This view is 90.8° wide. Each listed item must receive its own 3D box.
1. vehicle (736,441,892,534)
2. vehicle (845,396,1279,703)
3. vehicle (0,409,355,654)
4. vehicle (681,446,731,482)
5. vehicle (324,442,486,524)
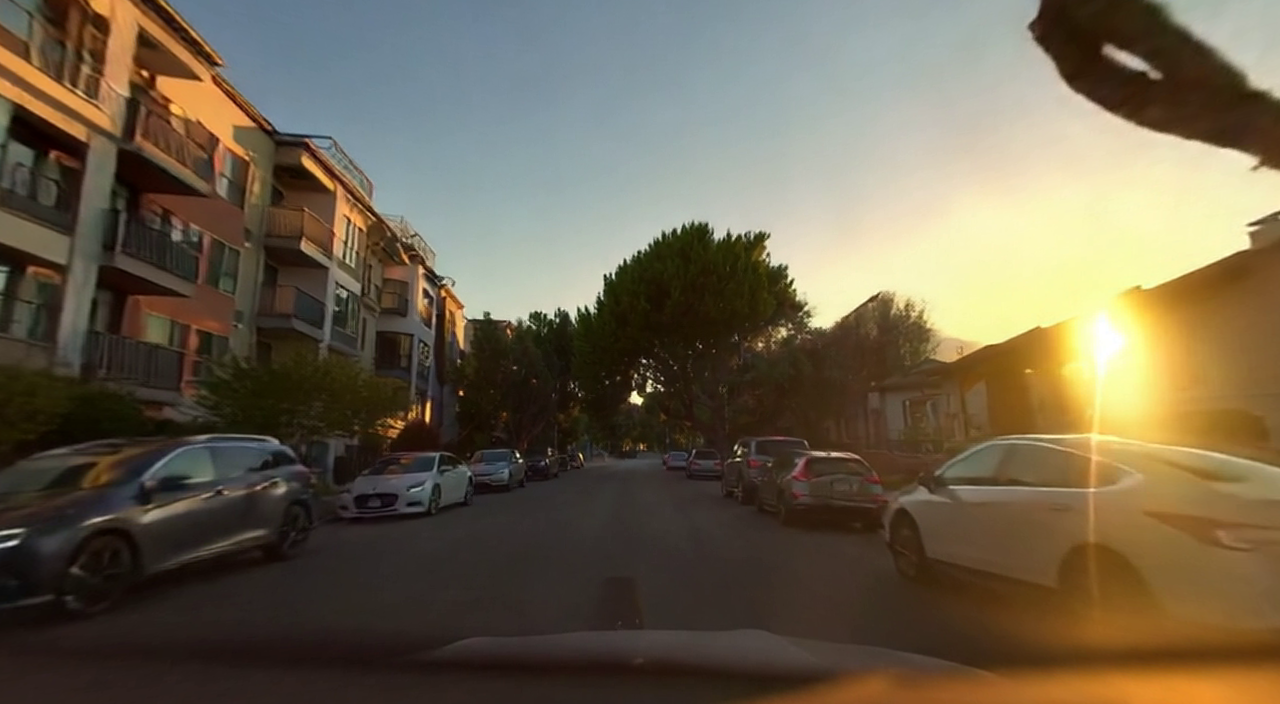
[{"bbox_3d":[3.536,2.831,13.970,1.988,1.652,5.017,0,-9,0],"label":"vehicle"},{"bbox_3d":[3.751,1.422,5.317,2.187,1.699,5.038,0,-9,-2],"label":"vehicle"},{"bbox_3d":[-5.600,1.684,7.209,2.222,1.735,5.215,0,-9,1],"label":"vehicle"},{"bbox_3d":[3.652,6.261,35.691,2.137,1.848,4.953,0,-9,-2],"label":"vehicle"},{"bbox_3d":[-5.765,3.244,16.407,2.256,1.590,5.488,-3,-8,-2],"label":"vehicle"}]
